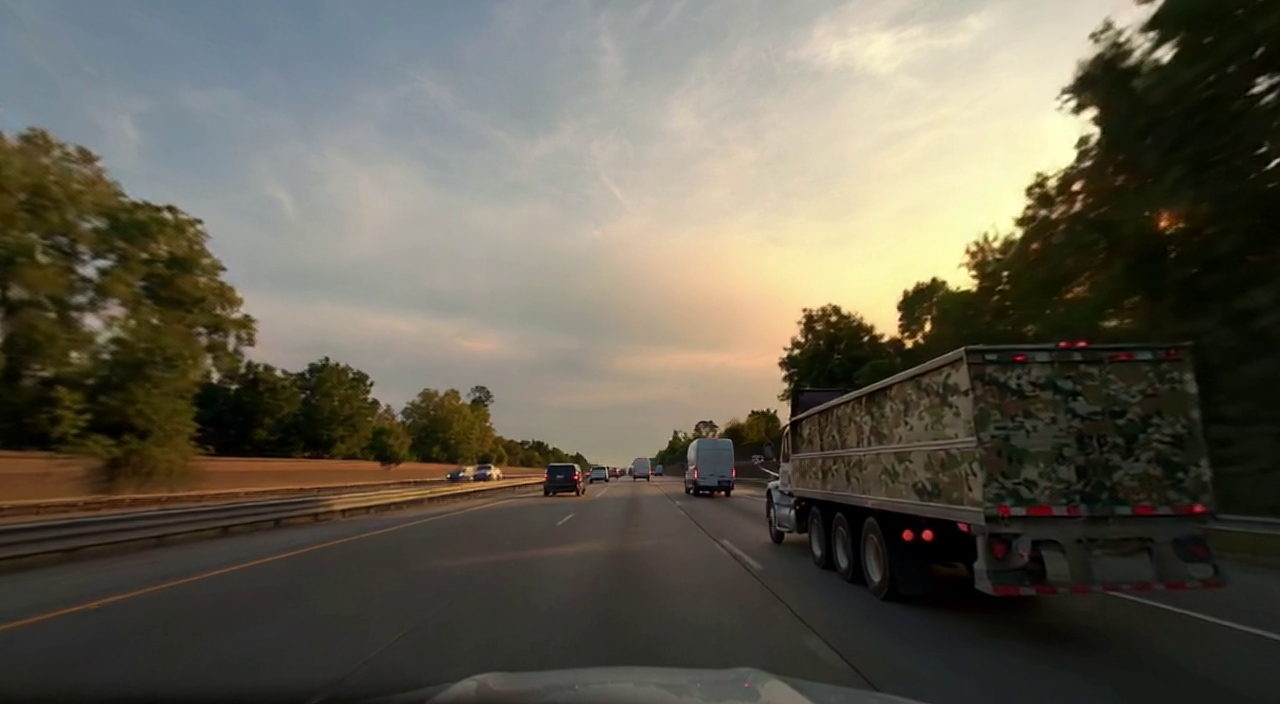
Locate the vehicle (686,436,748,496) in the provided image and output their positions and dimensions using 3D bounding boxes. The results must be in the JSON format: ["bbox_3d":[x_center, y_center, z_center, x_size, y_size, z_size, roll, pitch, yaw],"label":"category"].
[{"bbox_3d":[4.085,6.246,34.517,2.703,2.988,5.097,1,-10,0],"label":"vehicle"}]

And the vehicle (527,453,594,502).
[{"bbox_3d":[-3.293,5.350,27.041,2.204,1.852,4.661,1,-10,1],"label":"vehicle"}]
